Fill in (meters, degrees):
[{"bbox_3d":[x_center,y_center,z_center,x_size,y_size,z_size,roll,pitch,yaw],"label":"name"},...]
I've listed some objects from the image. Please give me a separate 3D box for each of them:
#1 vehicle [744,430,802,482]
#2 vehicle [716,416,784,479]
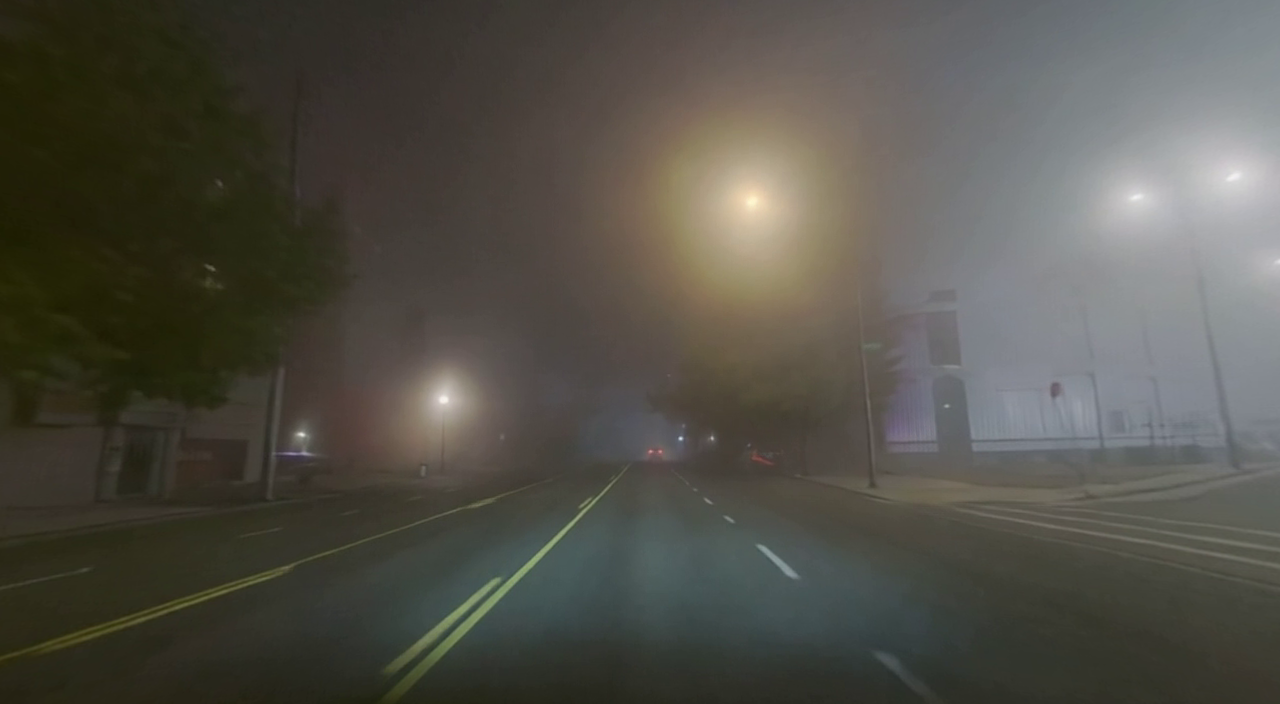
[{"bbox_3d":[6.631,5.218,31.647,2.021,2.433,3.088,0,-8,-4],"label":"vehicle"},{"bbox_3d":[6.193,5.522,36.392,2.750,3.269,6.333,0,-9,0],"label":"vehicle"}]
